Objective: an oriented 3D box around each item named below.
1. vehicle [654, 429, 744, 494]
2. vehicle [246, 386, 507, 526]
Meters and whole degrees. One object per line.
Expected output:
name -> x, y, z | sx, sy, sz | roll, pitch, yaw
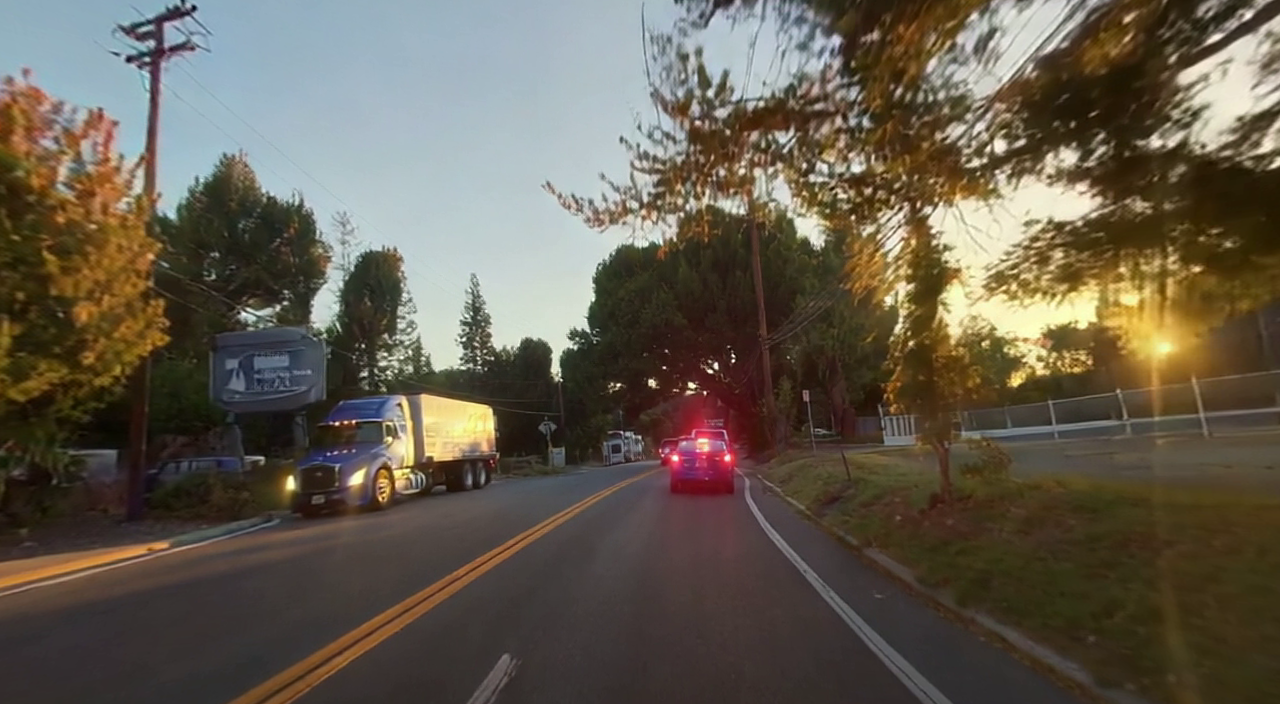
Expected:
vehicle -> 1.568, 2.818, 16.512 | 2.081, 1.503, 3.726 | -1, -9, 6
vehicle -> -7.300, 2.860, 19.078 | 3.395, 3.071, 7.634 | -8, -6, 11
